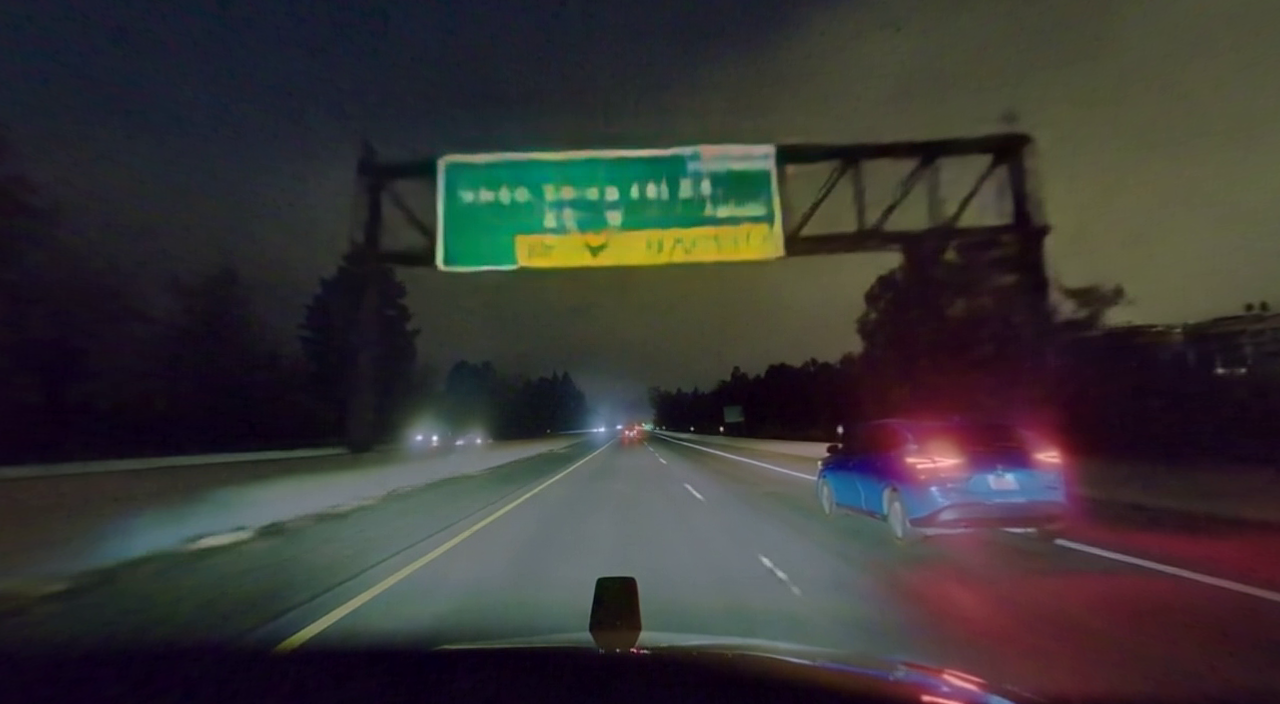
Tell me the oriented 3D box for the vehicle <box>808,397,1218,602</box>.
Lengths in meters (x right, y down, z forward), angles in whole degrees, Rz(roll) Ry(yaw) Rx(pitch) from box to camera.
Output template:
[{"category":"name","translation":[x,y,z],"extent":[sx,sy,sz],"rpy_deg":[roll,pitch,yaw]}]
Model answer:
[{"category":"vehicle","translation":[3.423,1.404,6.890],"extent":[1.973,1.563,3.959],"rpy_deg":[0,-8,-2]}]
